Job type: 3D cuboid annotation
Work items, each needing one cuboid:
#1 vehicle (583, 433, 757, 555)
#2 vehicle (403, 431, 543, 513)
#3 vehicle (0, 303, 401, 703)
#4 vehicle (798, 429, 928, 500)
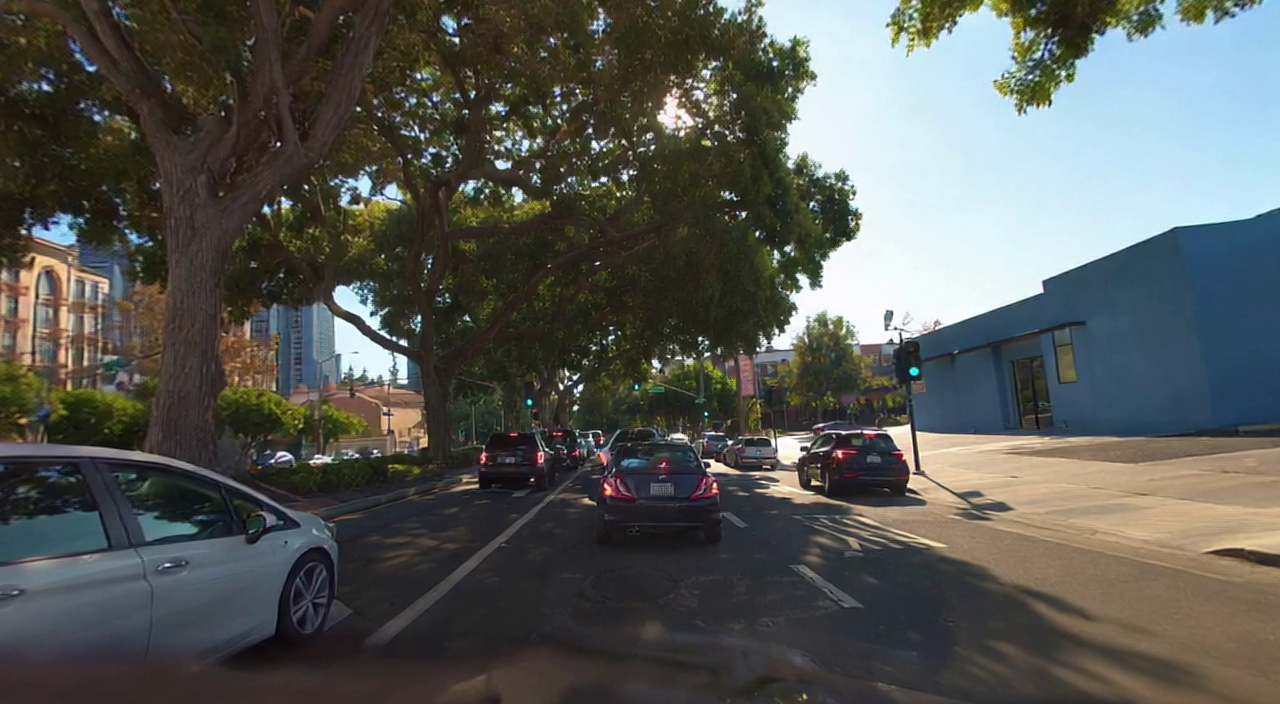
[{"bbox_3d":[0.271,1.997,9.584,2.095,1.438,3.843,0,-9,-3],"label":"vehicle"},{"bbox_3d":[-3.508,2.617,14.248,1.901,1.522,4.556,0,-9,0],"label":"vehicle"},{"bbox_3d":[-3.267,0.934,3.394,2.152,1.802,4.628,0,-9,0],"label":"vehicle"},{"bbox_3d":[6.346,3.251,18.681,2.025,1.808,4.579,0,-9,-2],"label":"vehicle"}]
